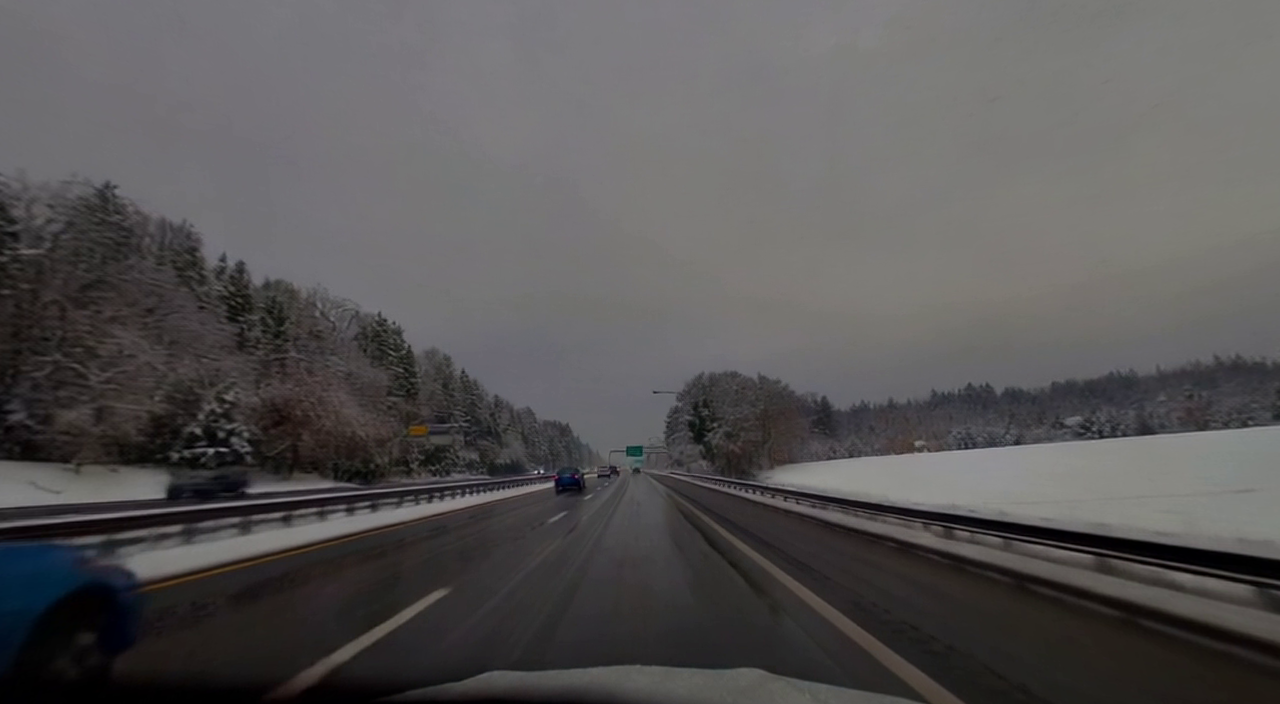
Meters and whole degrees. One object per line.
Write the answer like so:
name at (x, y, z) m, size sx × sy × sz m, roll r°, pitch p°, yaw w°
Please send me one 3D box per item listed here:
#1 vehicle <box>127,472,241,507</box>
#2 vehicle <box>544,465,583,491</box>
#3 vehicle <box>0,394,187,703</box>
vehicle at (-20.589, 6.212, 28.743) m, size 1.754 × 1.417 × 4.619 m, roll 1°, pitch -11°, yaw 0°
vehicle at (-4.754, 7.920, 39.692) m, size 1.995 × 1.467 × 4.467 m, roll 1°, pitch -10°, yaw -1°
vehicle at (-4.058, 0.780, 1.685) m, size 2.117 × 1.635 × 4.750 m, roll 1°, pitch -10°, yaw 0°
